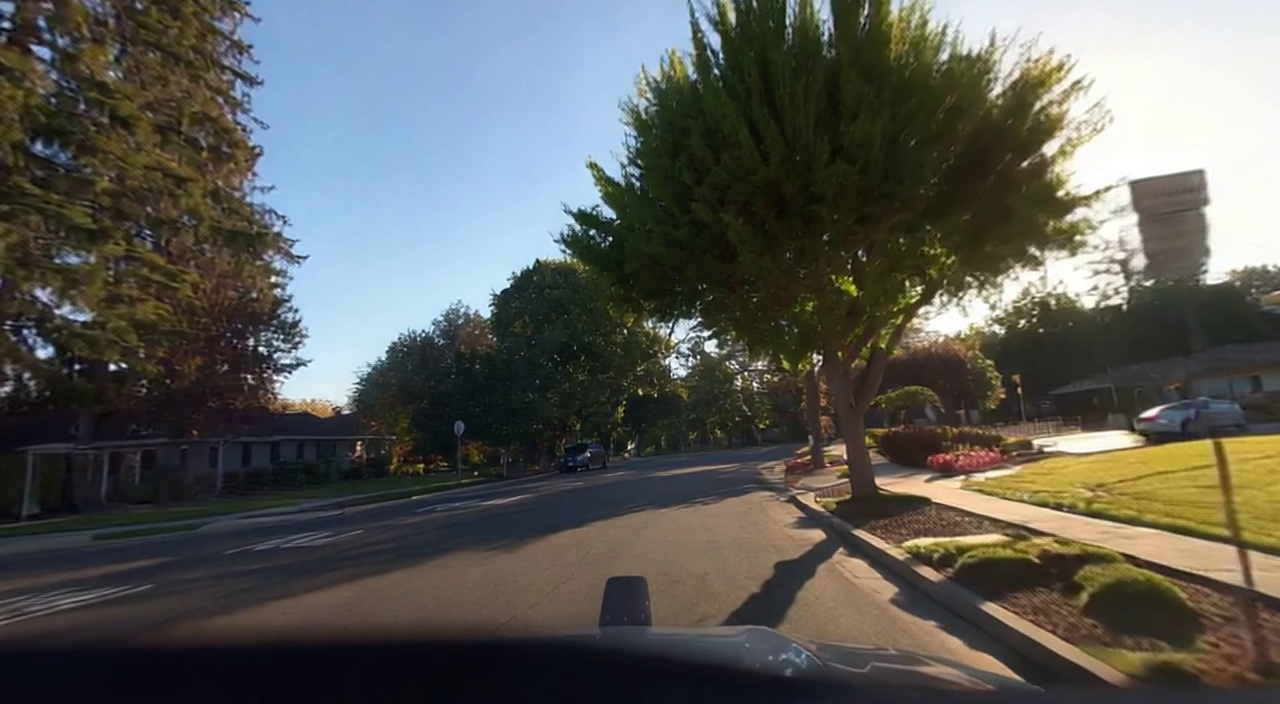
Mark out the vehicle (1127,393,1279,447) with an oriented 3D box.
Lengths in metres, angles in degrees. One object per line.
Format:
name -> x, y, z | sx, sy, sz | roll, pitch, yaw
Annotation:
vehicle -> 18.958, 2.408, 21.556 | 1.806, 1.481, 4.671 | -7, -10, 14
